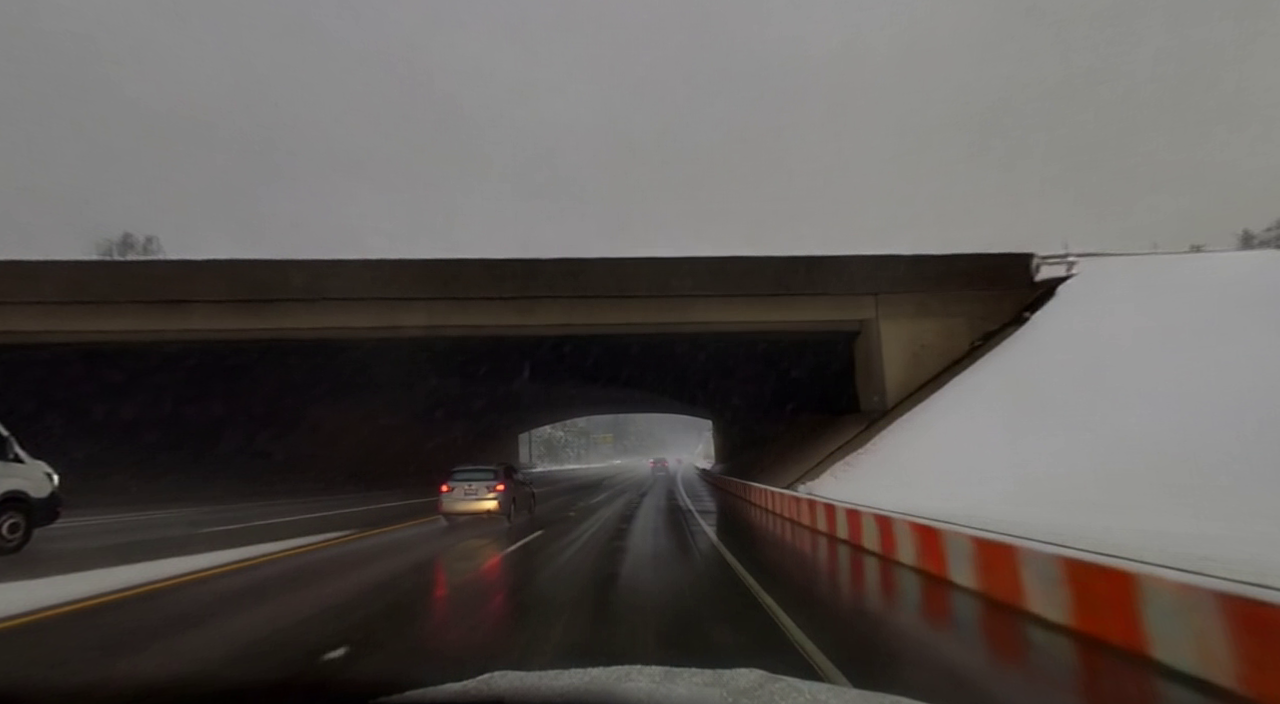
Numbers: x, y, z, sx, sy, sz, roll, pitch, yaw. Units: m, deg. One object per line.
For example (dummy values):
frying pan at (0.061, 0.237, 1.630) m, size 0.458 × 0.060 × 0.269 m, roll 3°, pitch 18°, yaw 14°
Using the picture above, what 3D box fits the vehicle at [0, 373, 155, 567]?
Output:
vehicle at (-9.883, 1.417, 7.649) m, size 2.310 × 2.576 × 6.321 m, roll -1°, pitch -10°, yaw 7°

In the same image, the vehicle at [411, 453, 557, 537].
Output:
vehicle at (-3.078, 2.931, 13.296) m, size 1.992 × 1.466 × 3.690 m, roll 0°, pitch -10°, yaw 2°
